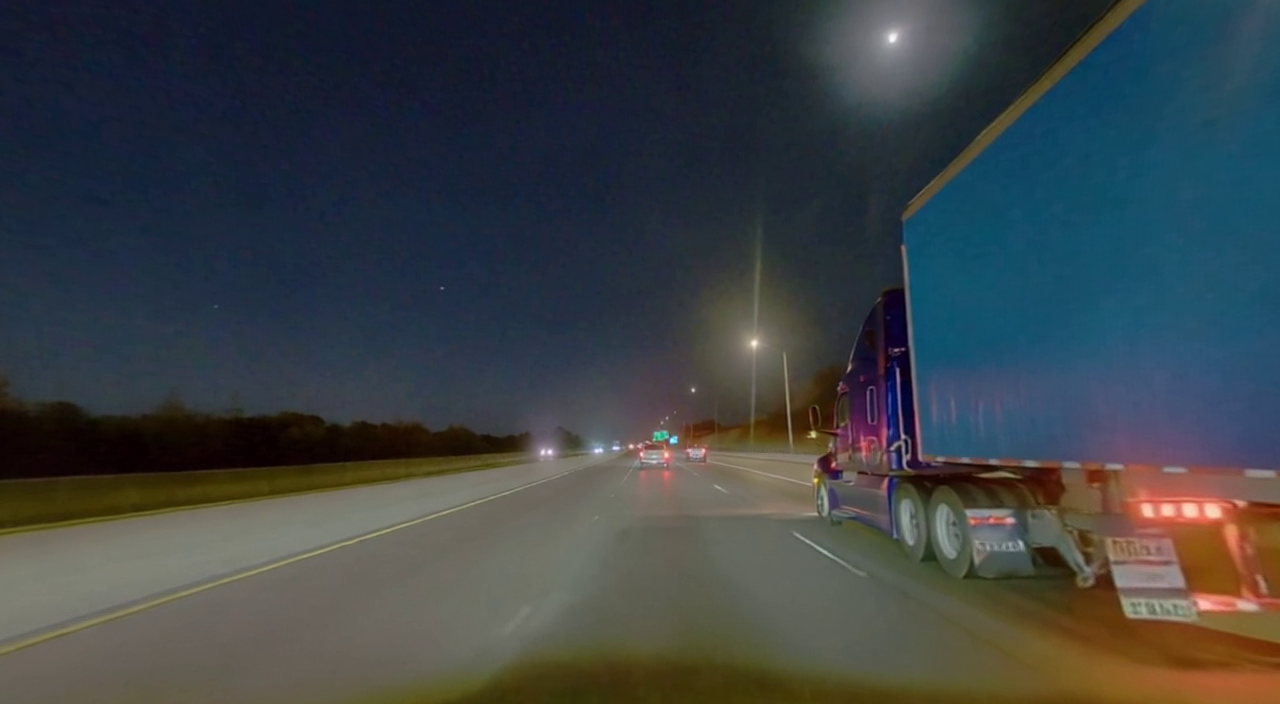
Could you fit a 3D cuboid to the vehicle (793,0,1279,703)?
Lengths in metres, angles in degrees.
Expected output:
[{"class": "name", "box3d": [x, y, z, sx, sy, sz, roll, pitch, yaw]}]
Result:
[{"class": "vehicle", "box3d": [4.411, 0.425, 7.590, 3.030, 3.985, 8.655, -1, -9, 1]}]

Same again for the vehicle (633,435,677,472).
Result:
[{"class": "vehicle", "box3d": [0.752, 5.462, 34.127, 2.205, 1.860, 4.301, 0, -9, 0]}]
